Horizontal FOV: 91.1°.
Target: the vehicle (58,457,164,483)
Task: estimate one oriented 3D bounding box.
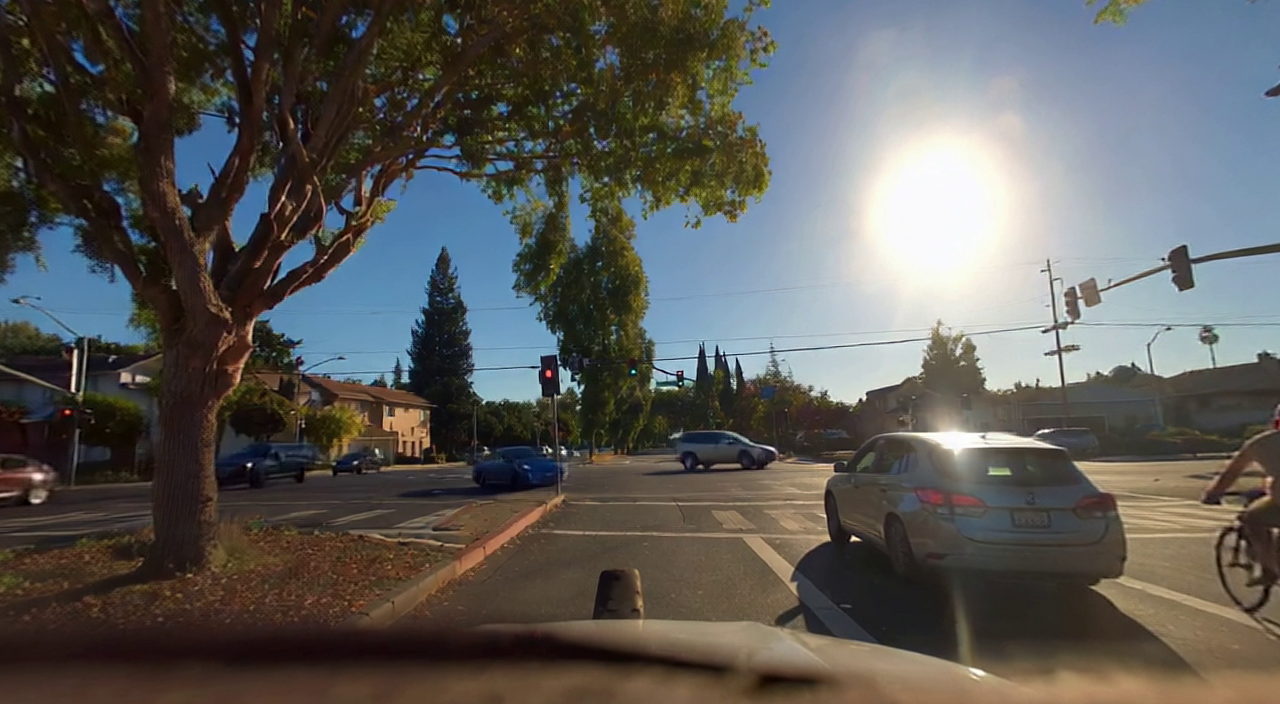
[{"bbox_3d":[-32.573,7.233,38.773,2.074,1.429,4.532,-6,-10,36],"label":"vehicle"}]

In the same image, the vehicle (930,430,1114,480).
[{"bbox_3d":[12.643,3.465,21.251,5.017,1.515,2.006,-4,-9,23],"label":"vehicle"}]

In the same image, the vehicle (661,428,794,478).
[{"bbox_3d":[3.543,4.145,26.023,4.958,1.842,2.276,-7,-11,39],"label":"vehicle"}]

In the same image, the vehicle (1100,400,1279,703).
[{"bbox_3d":[3.090,0.672,0.566,1.990,1.454,4.490,0,-8,1],"label":"vehicle"}]

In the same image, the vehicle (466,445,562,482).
[{"bbox_3d":[-4.991,4.313,24.593,1.921,1.304,4.050,7,-11,-40],"label":"vehicle"}]

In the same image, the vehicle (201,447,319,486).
[{"bbox_3d":[-15.504,4.654,25.948,1.981,1.438,4.607,0,-8,0],"label":"vehicle"}]
